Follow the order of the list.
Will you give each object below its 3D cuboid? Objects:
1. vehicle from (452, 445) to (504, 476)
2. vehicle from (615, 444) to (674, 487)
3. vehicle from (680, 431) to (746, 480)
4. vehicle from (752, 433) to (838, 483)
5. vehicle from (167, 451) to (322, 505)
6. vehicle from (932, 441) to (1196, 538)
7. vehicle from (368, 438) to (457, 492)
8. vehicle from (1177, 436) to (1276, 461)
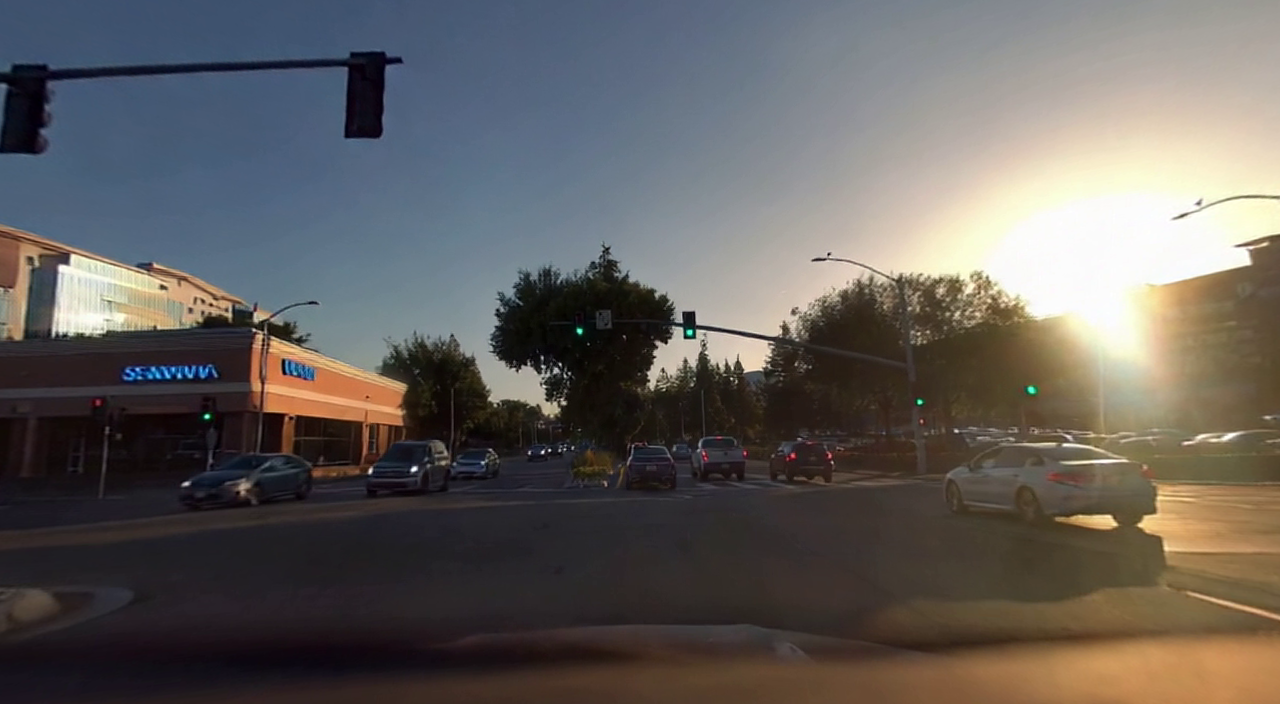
[{"bbox_3d":[-8.986,6.006,35.247,1.827,1.602,4.115,0,-8,-1],"label":"vehicle"},{"bbox_3d":[0.107,4.205,23.711,2.038,1.447,3.756,0,-8,-2],"label":"vehicle"},{"bbox_3d":[3.363,4.943,30.373,2.358,2.116,5.328,0,-8,-2],"label":"vehicle"},{"bbox_3d":[6.813,4.722,28.488,2.323,2.009,5.266,0,-8,-3],"label":"vehicle"},{"bbox_3d":[-12.608,4.008,20.585,1.969,1.486,4.773,0,-8,0],"label":"vehicle"},{"bbox_3d":[7.683,2.476,12.146,1.905,1.498,4.463,0,-8,-1],"label":"vehicle"},{"bbox_3d":[-8.345,4.138,23.506,1.904,1.789,4.021,0,-8,-2],"label":"vehicle"},{"bbox_3d":[35.825,5.917,38.589,4.230,1.449,1.782,0,-8,1],"label":"vehicle"}]
